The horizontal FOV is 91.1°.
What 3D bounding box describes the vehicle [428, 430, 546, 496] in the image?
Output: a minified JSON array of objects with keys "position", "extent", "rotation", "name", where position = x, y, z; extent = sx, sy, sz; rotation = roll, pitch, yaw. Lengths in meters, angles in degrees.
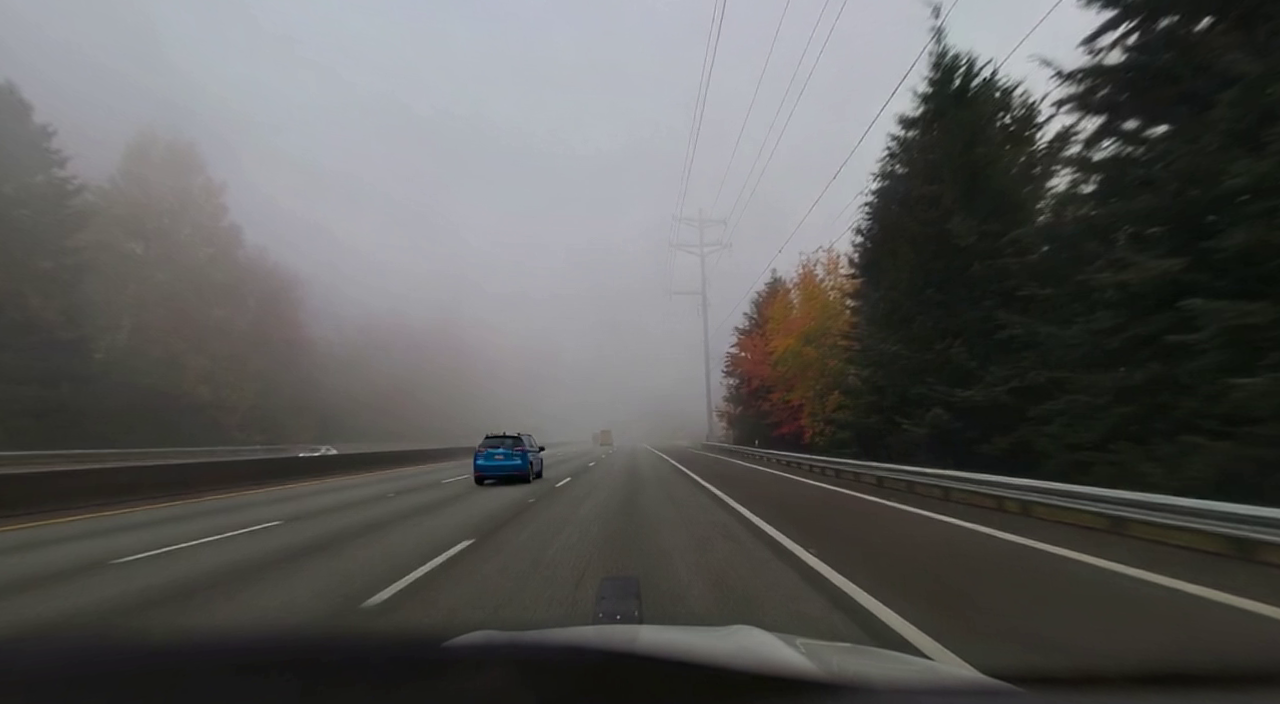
[{"position":[-3.773,2.803,16.404],"extent":[2.025,1.475,4.379],"rotation":[0,-8,-1],"name":"vehicle"}]
